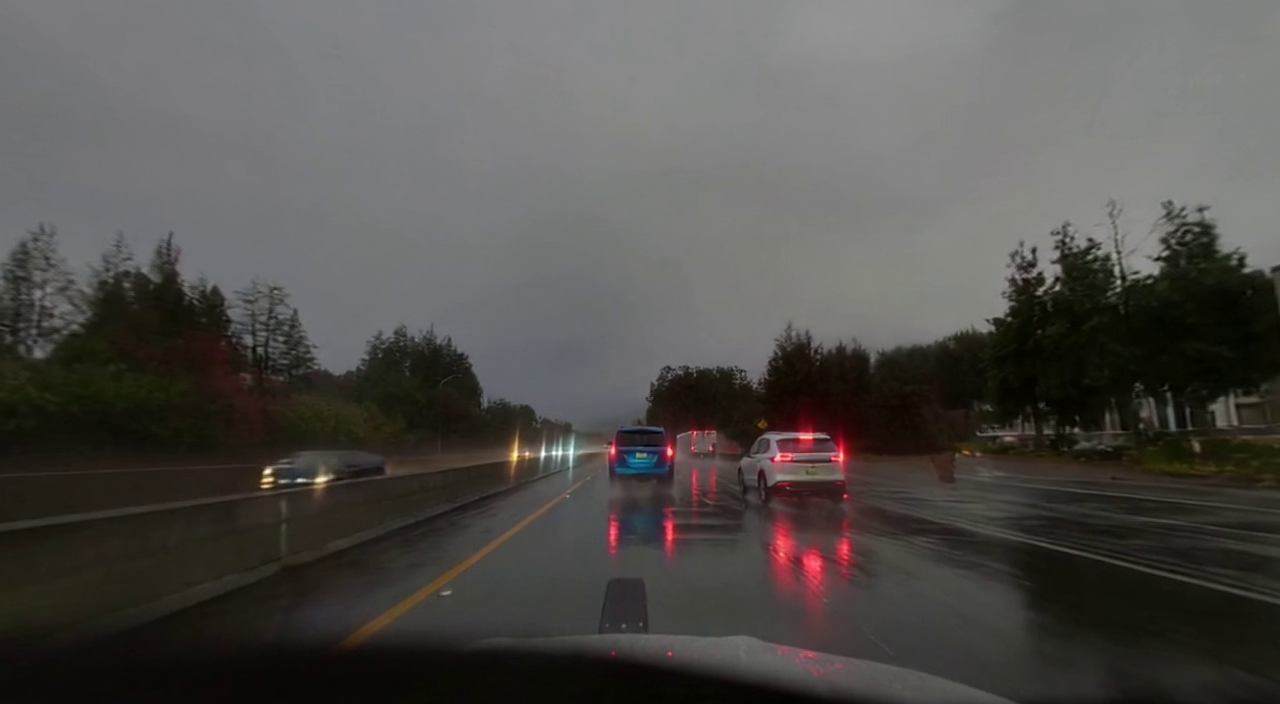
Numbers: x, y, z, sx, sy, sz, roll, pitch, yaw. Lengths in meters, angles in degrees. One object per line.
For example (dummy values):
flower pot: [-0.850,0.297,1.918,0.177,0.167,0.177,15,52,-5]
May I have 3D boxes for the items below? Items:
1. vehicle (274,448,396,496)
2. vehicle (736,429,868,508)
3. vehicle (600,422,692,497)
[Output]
vehicle: [-10.563,4.161,22.308,2.051,1.476,4.379,0,-8,1]
vehicle: [3.642,2.695,15.031,2.042,1.592,4.047,0,-8,0]
vehicle: [0.147,3.014,18.005,2.290,1.862,4.454,0,-8,0]
